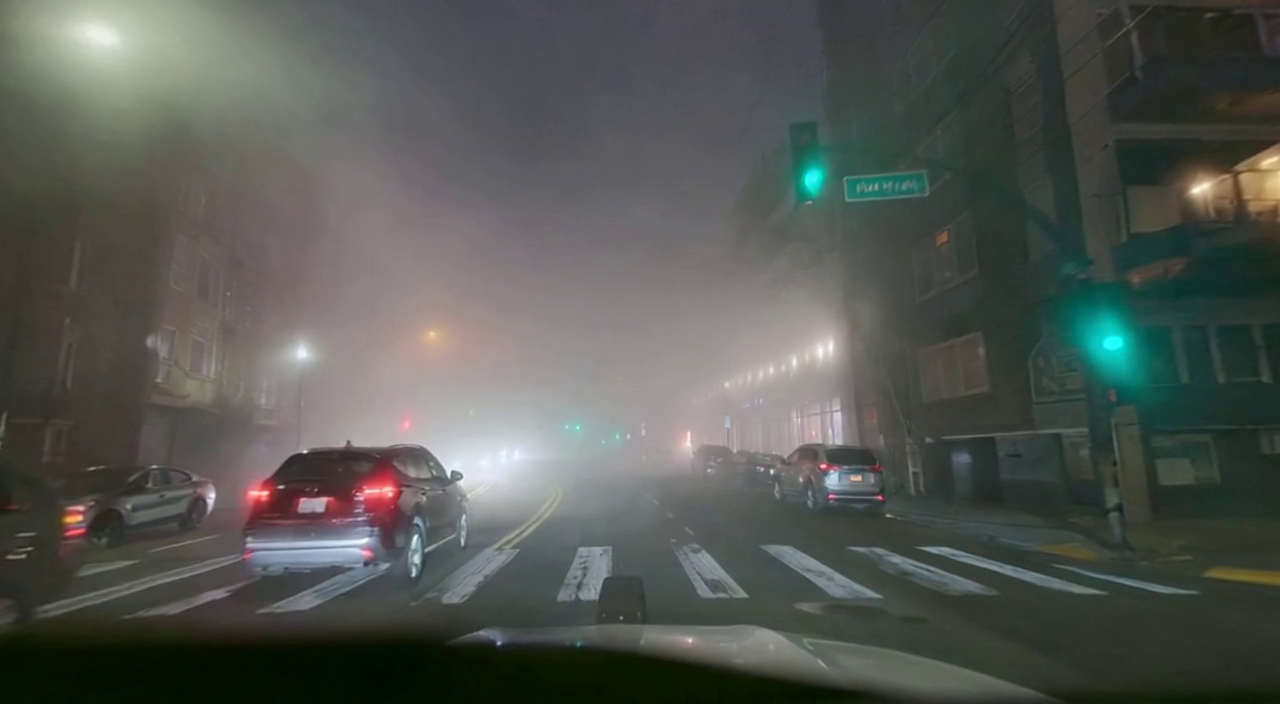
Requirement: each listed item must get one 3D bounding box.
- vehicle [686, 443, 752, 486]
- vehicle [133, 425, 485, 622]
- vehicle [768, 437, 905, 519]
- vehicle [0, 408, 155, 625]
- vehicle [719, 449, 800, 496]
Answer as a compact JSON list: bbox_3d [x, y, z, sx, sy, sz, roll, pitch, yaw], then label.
[{"bbox_3d":[3.602,5.263,29.988,2.059,1.804,5.182,0,-9,-5],"label":"vehicle"},{"bbox_3d":[-3.564,1.897,8.083,2.129,1.744,4.568,0,-8,-2],"label":"vehicle"},{"bbox_3d":[5.194,3.363,17.544,1.945,1.931,4.778,0,-9,-4],"label":"vehicle"},{"bbox_3d":[-6.505,1.325,4.738,1.906,1.872,4.904,0,-8,-2],"label":"vehicle"},{"bbox_3d":[4.391,4.496,23.950,1.915,1.569,4.117,1,-9,-5],"label":"vehicle"}]
